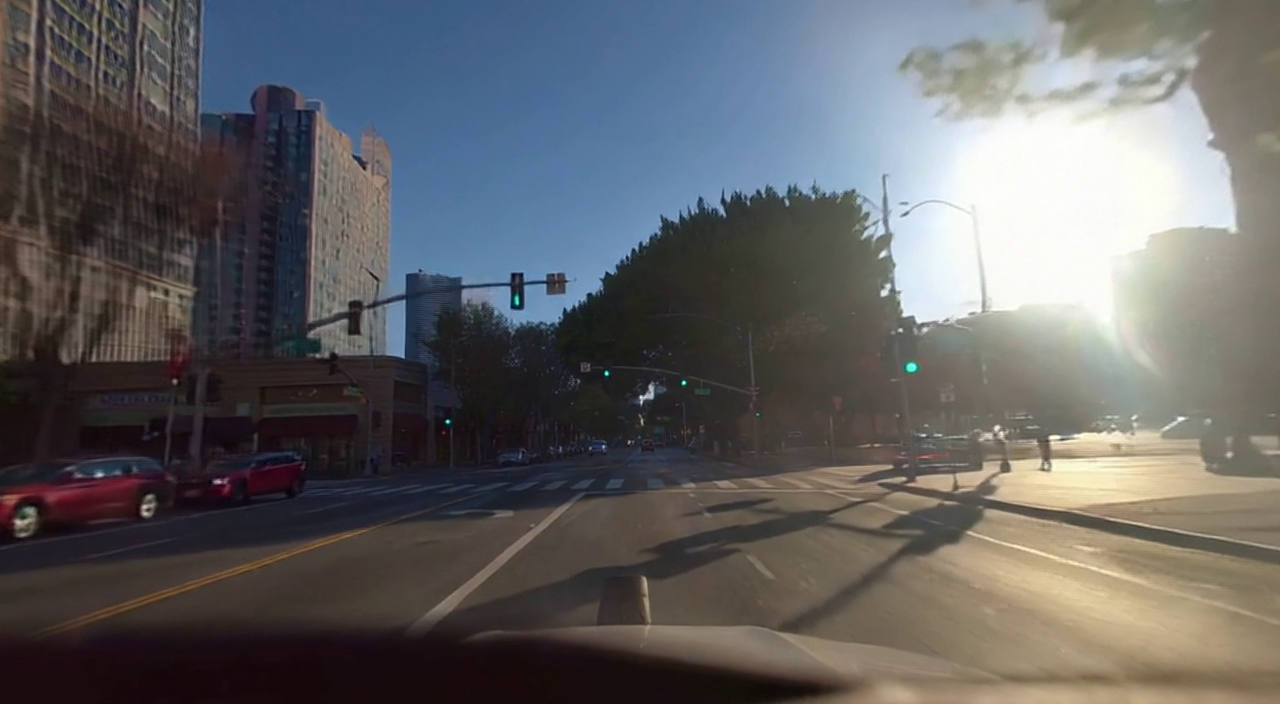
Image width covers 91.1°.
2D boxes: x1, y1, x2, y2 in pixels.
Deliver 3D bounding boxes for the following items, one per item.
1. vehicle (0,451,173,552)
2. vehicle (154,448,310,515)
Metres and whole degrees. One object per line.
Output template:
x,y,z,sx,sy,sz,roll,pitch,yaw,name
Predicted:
-12.120,2.867,12.529,1.898,1.724,4.445,-1,-8,5,vehicle
-12.100,3.805,19.014,1.956,1.624,4.186,-3,-8,0,vehicle
